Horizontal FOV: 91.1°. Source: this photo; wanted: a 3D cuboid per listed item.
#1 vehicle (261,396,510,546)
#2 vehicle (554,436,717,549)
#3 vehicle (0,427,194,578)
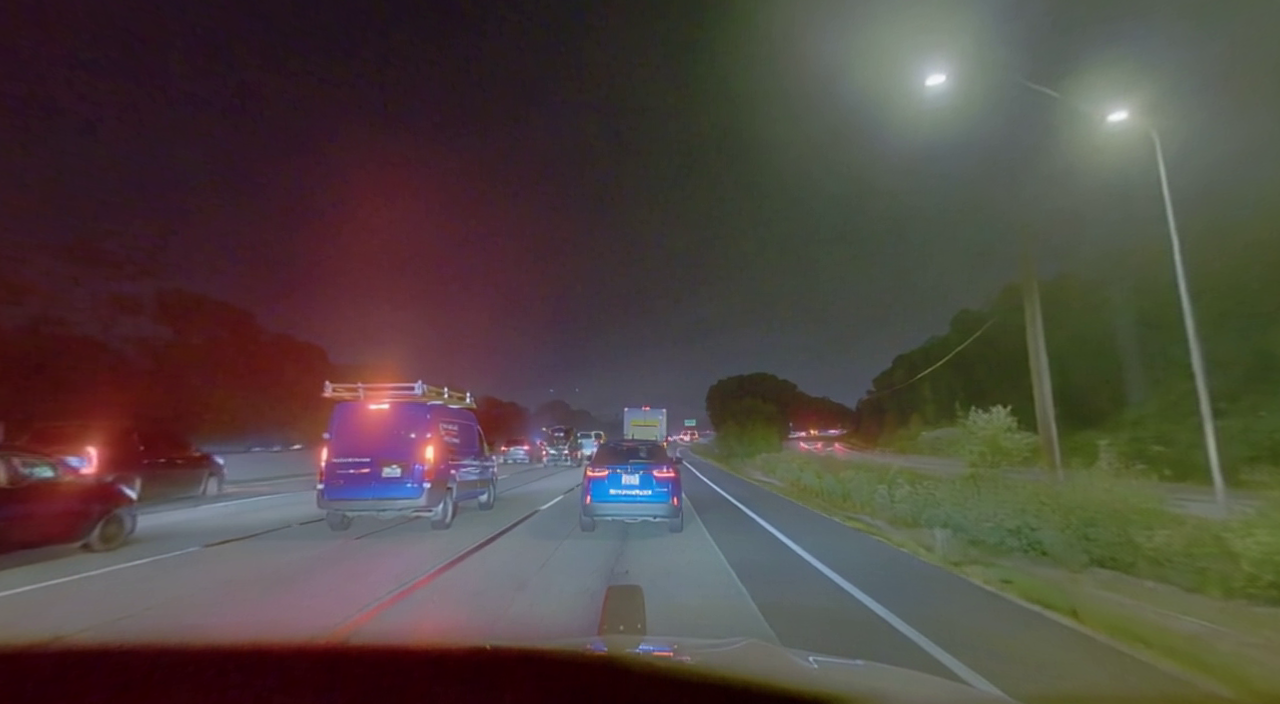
[{"bbox_3d":[-3.812,1.890,10.556,2.142,1.952,4.556,0,-8,2],"label":"vehicle"},{"bbox_3d":[-0.051,2.087,10.056,2.054,1.421,4.090,0,-8,0],"label":"vehicle"},{"bbox_3d":[-7.406,1.565,6.660,1.933,1.506,4.504,0,-8,1],"label":"vehicle"}]
